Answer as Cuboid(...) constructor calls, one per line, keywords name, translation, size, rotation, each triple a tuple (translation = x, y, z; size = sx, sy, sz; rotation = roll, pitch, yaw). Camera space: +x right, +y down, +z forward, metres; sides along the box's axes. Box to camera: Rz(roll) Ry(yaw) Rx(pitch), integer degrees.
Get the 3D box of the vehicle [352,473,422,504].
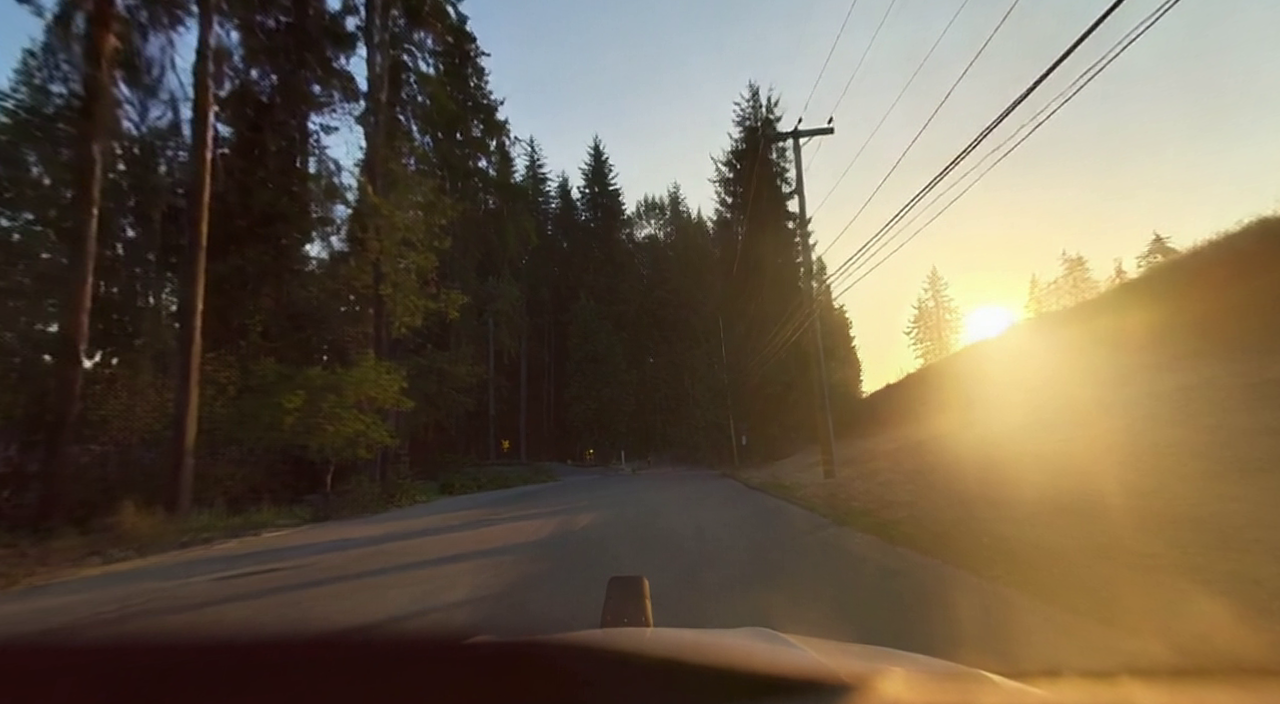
Cuboid(name="vehicle", translation=(-15.883, 8.494, 39.508), size=(4.043, 1.673, 1.970), rotation=(-5, -10, 31))
